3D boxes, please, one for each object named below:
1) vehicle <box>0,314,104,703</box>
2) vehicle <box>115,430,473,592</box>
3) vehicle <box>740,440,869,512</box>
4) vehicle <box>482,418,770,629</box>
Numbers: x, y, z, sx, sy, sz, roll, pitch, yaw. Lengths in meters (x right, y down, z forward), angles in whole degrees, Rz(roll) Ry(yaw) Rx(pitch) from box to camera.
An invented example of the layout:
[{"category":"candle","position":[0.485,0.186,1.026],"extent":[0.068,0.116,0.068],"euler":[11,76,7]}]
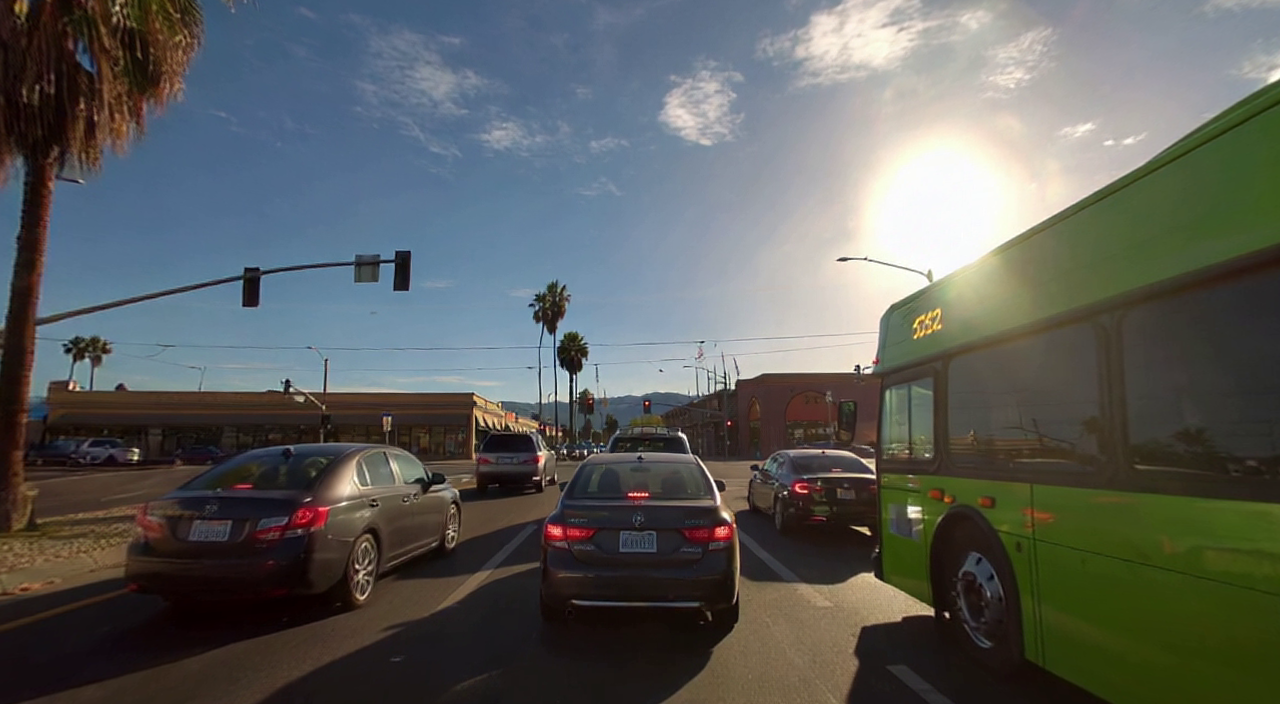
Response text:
[{"category":"vehicle","position":[-3.569,0.465,0.291],"extent":[2.145,1.824,4.974],"euler":[0,-9,2]},{"category":"vehicle","position":[-3.620,1.722,7.719],"extent":[1.919,1.415,4.178],"euler":[0,-9,1]},{"category":"vehicle","position":[3.730,2.886,15.247],"extent":[1.989,1.467,4.364],"euler":[0,-9,1]},{"category":"vehicle","position":[-0.109,1.523,6.518],"extent":[2.060,1.499,3.831],"euler":[0,-9,0]}]
